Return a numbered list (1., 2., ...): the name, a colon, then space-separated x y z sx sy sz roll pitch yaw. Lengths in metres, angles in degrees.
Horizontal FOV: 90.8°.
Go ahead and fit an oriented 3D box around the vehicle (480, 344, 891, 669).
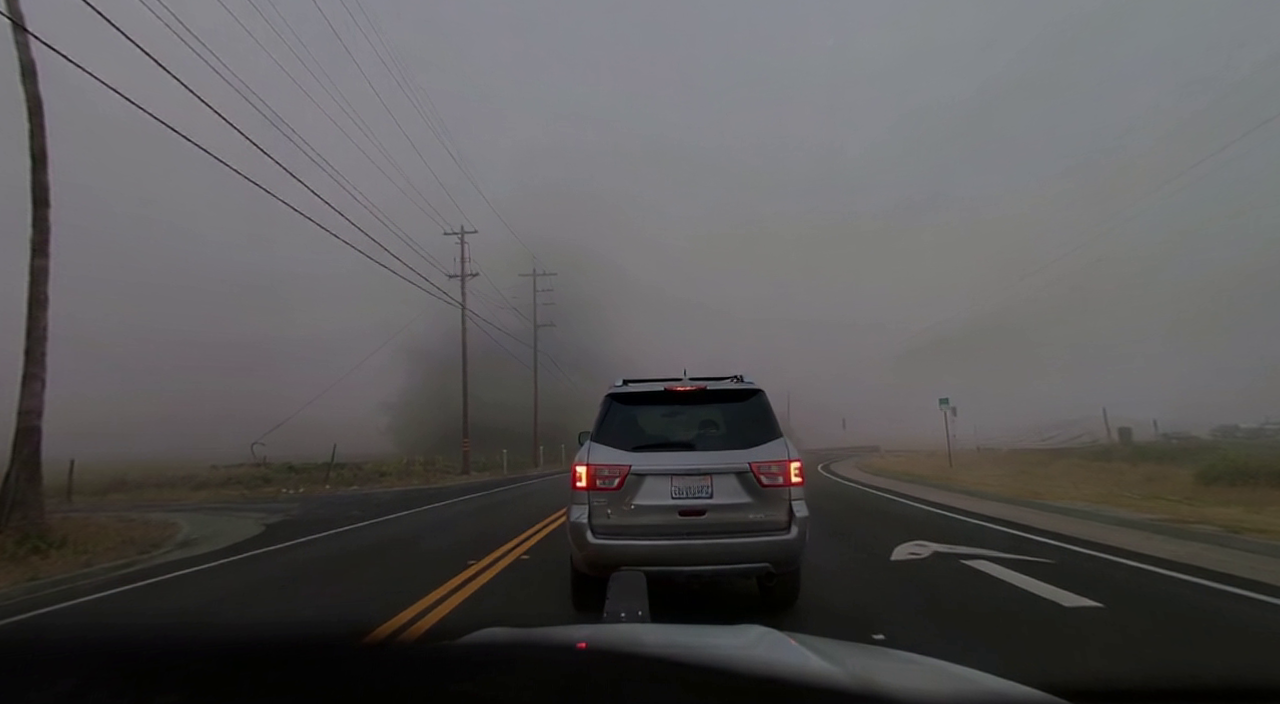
1. vehicle: 0.178 1.210 5.996 2.364 1.859 4.538 0 -8 -2
